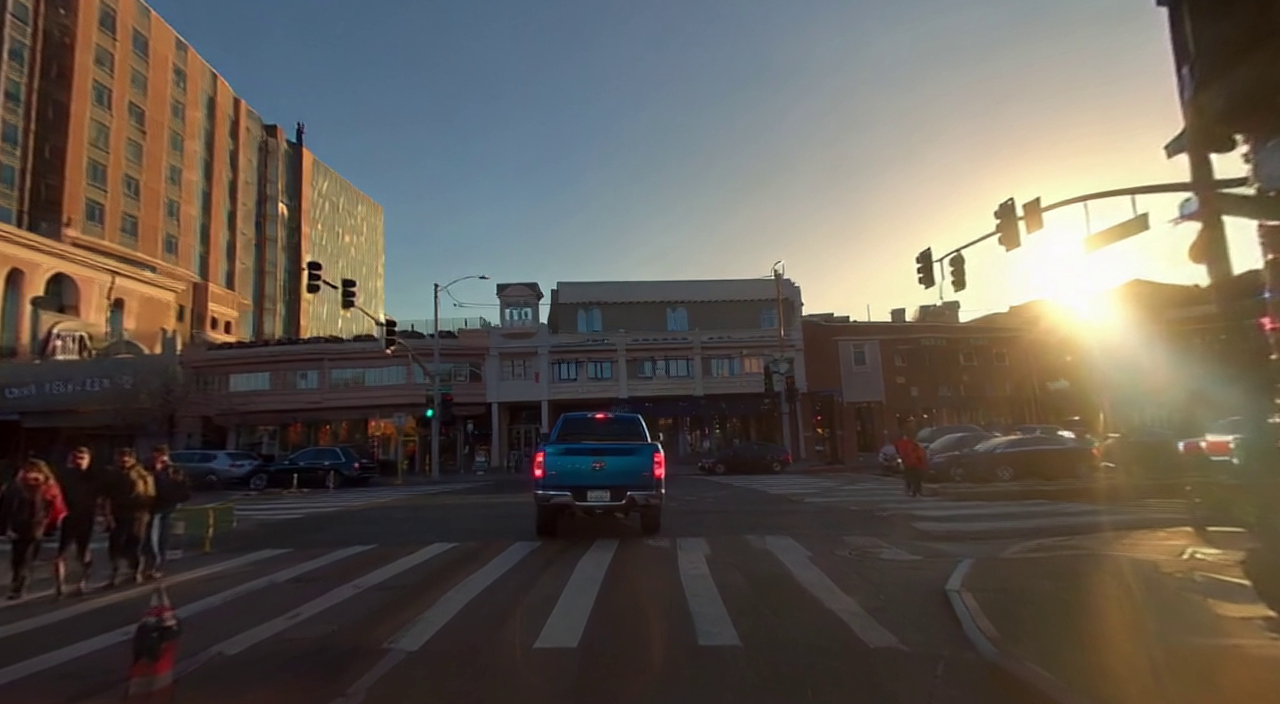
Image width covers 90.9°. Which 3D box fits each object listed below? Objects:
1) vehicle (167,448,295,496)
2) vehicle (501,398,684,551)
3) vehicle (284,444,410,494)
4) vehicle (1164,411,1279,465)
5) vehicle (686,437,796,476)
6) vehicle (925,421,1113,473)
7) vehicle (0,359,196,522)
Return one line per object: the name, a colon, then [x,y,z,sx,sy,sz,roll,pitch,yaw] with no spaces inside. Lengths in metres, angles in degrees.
vehicle: [-18.625,5.464,28.839,4.398,2.057,1.959,0,-8,-1]
vehicle: [-0.990,2.062,11.378,2.477,2.020,5.534,1,-9,-8]
vehicle: [-13.289,5.318,28.753,4.799,1.909,2.011,-3,-7,2]
vehicle: [19.276,2.681,19.534,4.390,1.552,1.925,1,-8,-4]
vehicle: [4.267,4.506,27.269,4.515,1.583,1.920,-1,-8,3]
vehicle: [11.580,2.928,19.504,4.600,1.506,1.878,0,-8,-1]
vehicle: [-22.252,2.772,19.880,13.729,4.662,3.300,0,-8,0]
